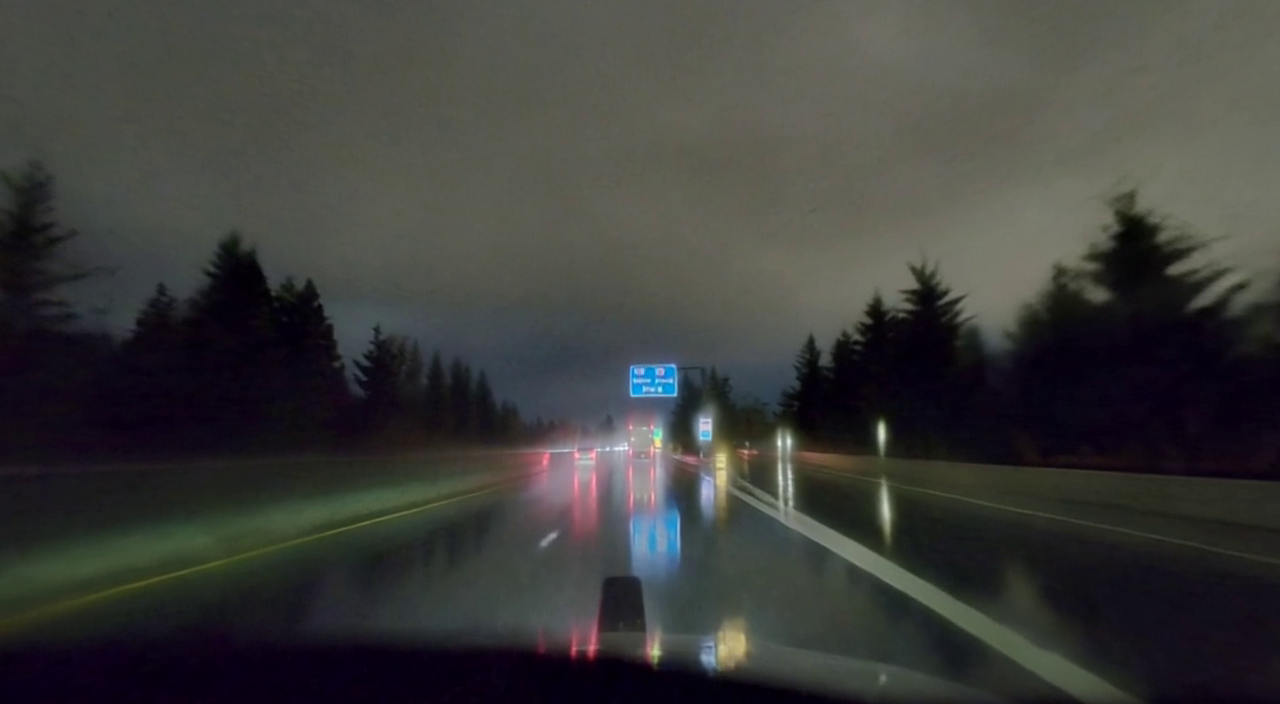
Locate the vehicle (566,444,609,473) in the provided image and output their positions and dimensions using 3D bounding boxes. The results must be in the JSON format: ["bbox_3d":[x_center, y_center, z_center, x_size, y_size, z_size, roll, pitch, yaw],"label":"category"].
[{"bbox_3d":[-3.072,6.352,37.699,2.184,1.574,5.004,0,-9,0],"label":"vehicle"}]
